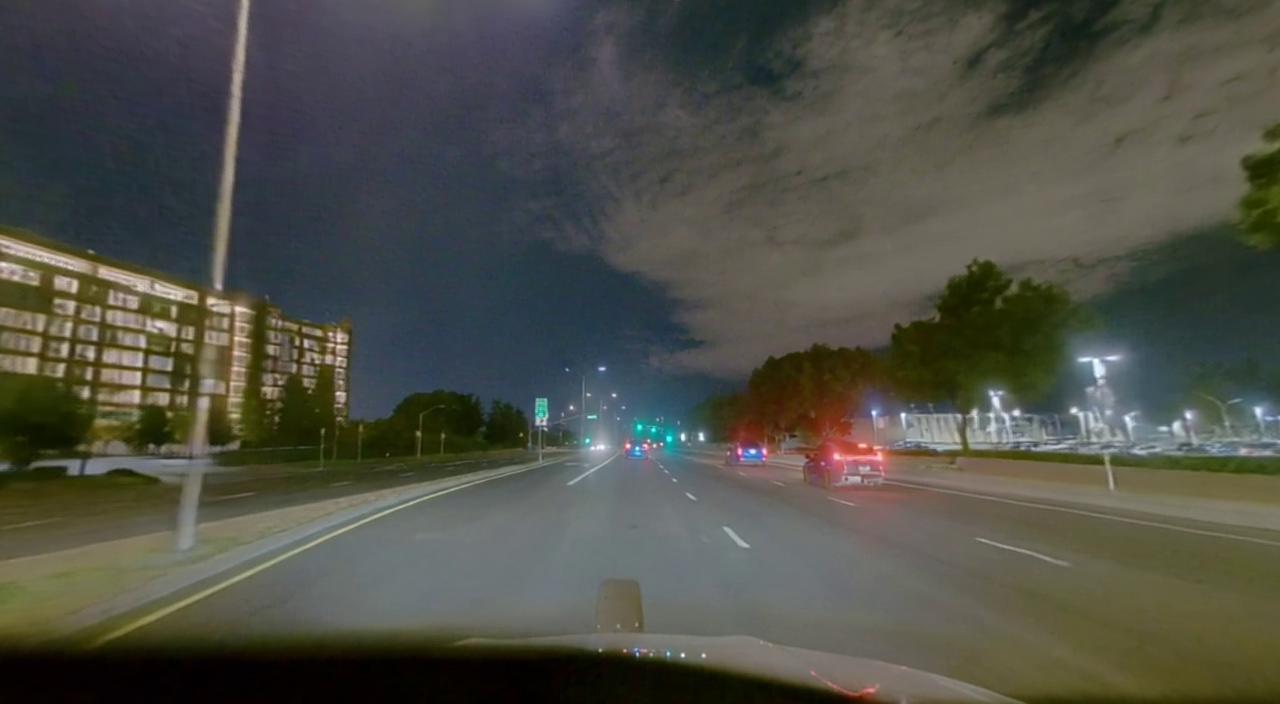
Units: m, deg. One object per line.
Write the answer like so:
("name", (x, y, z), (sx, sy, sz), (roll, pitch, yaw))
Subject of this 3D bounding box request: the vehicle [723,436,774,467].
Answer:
("vehicle", (6.581, 6.126, 38.789), (2.136, 1.799, 4.796), (0, -9, -2))

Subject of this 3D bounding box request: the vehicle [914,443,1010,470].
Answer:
("vehicle", (19.163, 6.223, 37.632), (4.644, 1.552, 1.980), (0, -9, 4))

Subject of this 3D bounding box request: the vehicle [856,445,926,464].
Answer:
("vehicle", (19.733, 8.080, 49.634), (4.653, 1.438, 1.939), (0, -9, -2))

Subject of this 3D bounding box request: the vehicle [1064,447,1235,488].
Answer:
("vehicle", (19.058, 4.327, 23.723), (4.683, 1.462, 1.995), (0, -9, 1))

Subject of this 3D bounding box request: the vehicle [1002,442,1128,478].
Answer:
("vehicle", (20.041, 5.115, 29.833), (4.485, 1.608, 1.955), (0, -9, 0))
